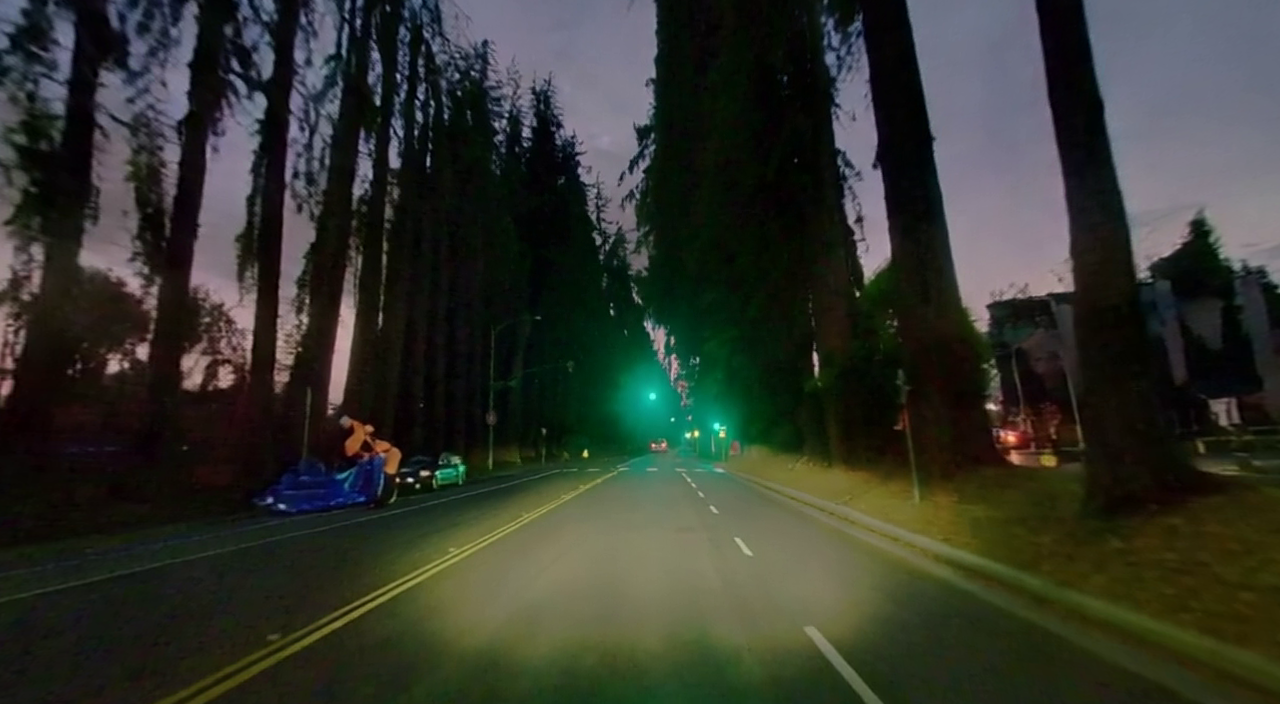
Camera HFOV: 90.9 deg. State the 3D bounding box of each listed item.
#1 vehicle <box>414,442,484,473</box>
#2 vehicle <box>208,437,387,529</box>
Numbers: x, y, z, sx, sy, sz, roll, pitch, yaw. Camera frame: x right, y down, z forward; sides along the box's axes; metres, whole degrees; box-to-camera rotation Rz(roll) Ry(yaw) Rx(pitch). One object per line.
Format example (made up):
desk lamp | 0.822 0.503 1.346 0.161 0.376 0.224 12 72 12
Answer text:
vehicle | -14.907 8.232 49.438 4.593 2.294 2.461 -1 -8 5
vehicle | -8.440 3.171 16.117 1.998 1.814 4.559 -4 -7 1
